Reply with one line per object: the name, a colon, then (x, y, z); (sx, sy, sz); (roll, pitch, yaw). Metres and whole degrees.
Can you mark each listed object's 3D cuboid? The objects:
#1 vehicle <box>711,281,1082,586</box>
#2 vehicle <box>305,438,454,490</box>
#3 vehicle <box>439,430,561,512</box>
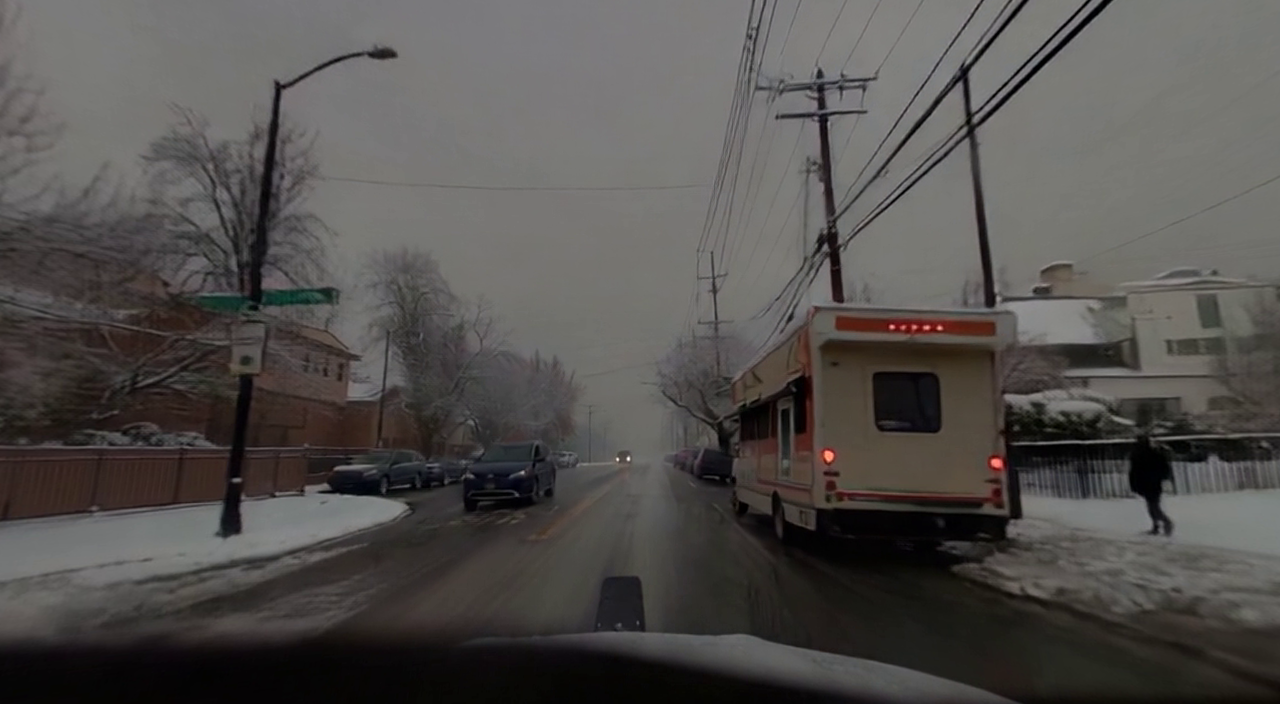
vehicle: (3.204, 1.403, 10.841); (2.886, 3.321, 7.809); (0, -8, -1)
vehicle: (-10.118, 4.434, 24.951); (5.093, 1.855, 2.338); (3, -11, -18)
vehicle: (-3.185, 2.800, 15.331); (1.952, 1.708, 4.096); (0, -8, 1)
